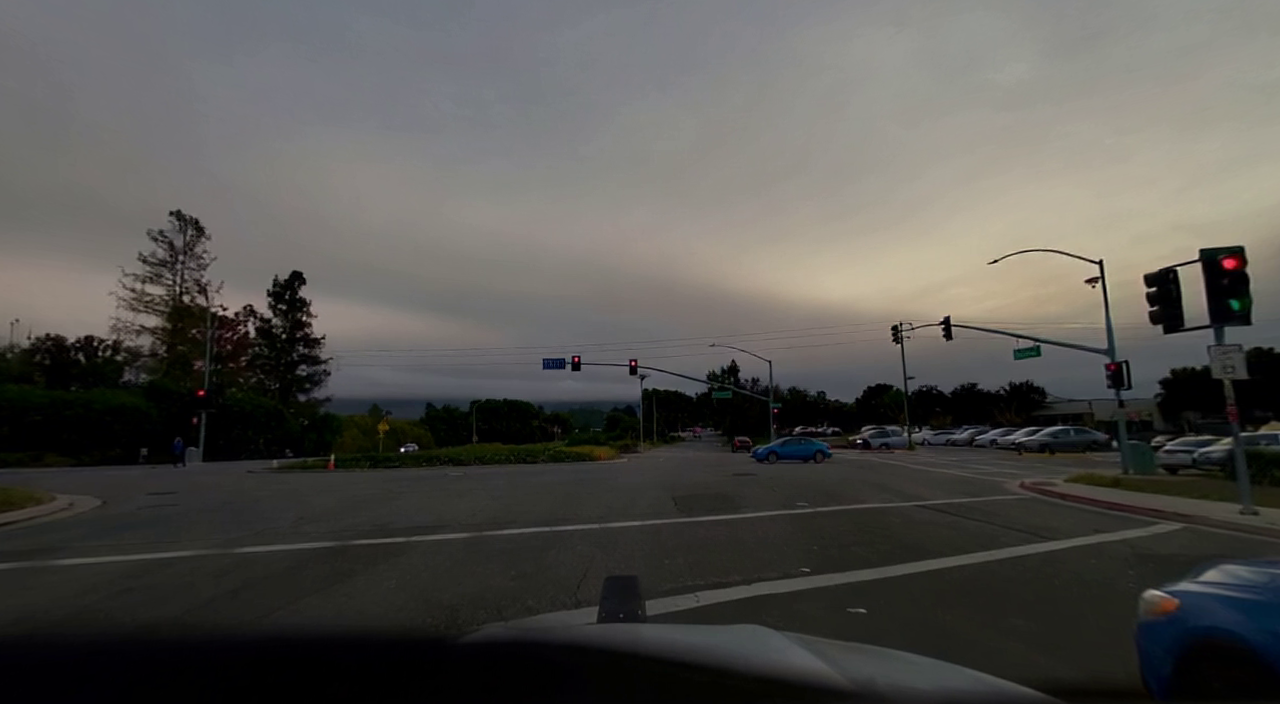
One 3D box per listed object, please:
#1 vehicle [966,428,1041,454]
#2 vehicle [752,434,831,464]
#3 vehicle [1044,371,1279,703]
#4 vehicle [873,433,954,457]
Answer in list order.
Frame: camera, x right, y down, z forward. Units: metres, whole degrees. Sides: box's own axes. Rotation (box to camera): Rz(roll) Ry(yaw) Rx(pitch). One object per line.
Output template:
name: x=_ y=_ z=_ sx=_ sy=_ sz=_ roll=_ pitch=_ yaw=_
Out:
vehicle: x=26.858 y=6.614 z=46.670 sx=5.032 sy=1.828 sz=2.183 roll=4 pitch=-9 yaw=-24
vehicle: x=8.050 y=5.165 z=33.593 sx=3.896 sy=1.500 sz=1.740 roll=5 pitch=-10 yaw=-30
vehicle: x=3.144 y=0.628 z=0.625 sx=2.017 sy=1.559 sz=5.132 roll=0 pitch=-9 yaw=-1
vehicle: x=18.645 y=6.328 z=43.014 sx=5.234 sy=1.549 sz=1.982 roll=4 pitch=-9 yaw=-24
